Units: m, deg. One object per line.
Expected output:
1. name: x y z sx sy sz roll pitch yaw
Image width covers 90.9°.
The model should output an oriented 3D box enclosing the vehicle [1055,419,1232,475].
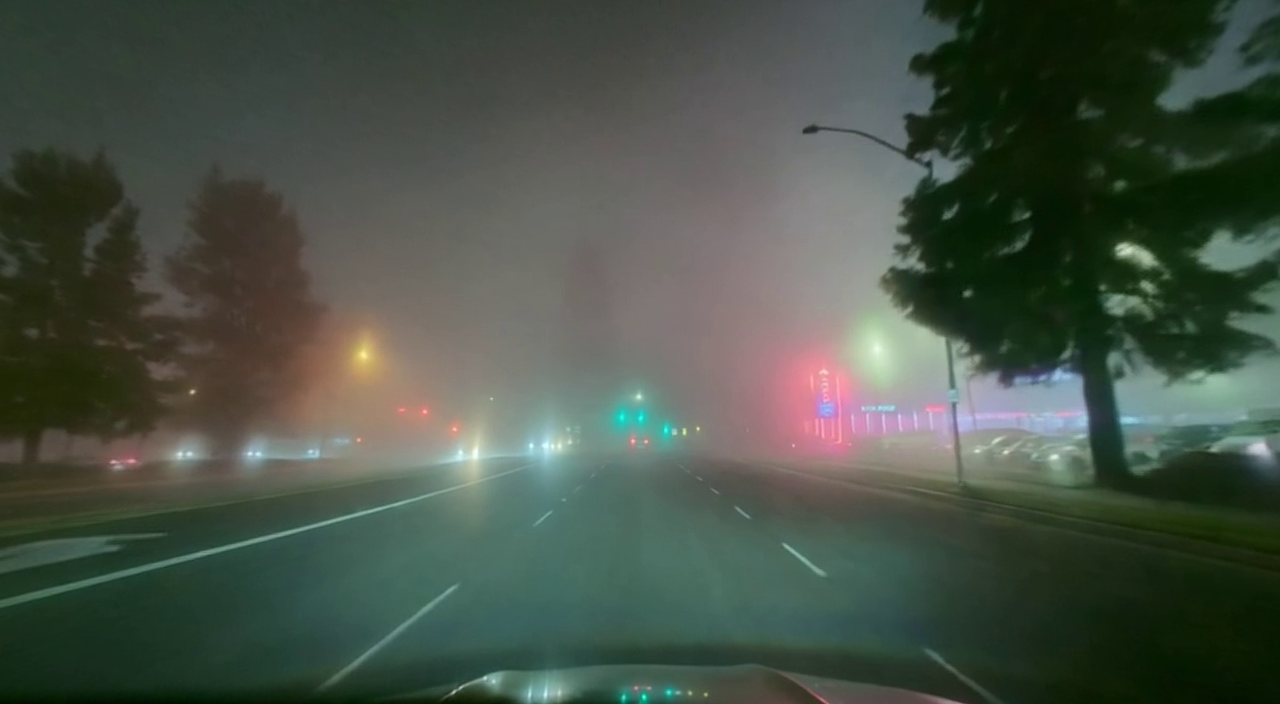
1. vehicle: 17.085 3.231 21.553 4.362 1.455 1.816 -5 -7 1

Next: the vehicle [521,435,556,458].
1. vehicle: -7.790 7.305 48.870 2.231 1.650 5.052 0 -8 -4

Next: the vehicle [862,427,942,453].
1. vehicle: 17.526 5.898 42.332 4.498 1.671 1.887 -1 -8 3
